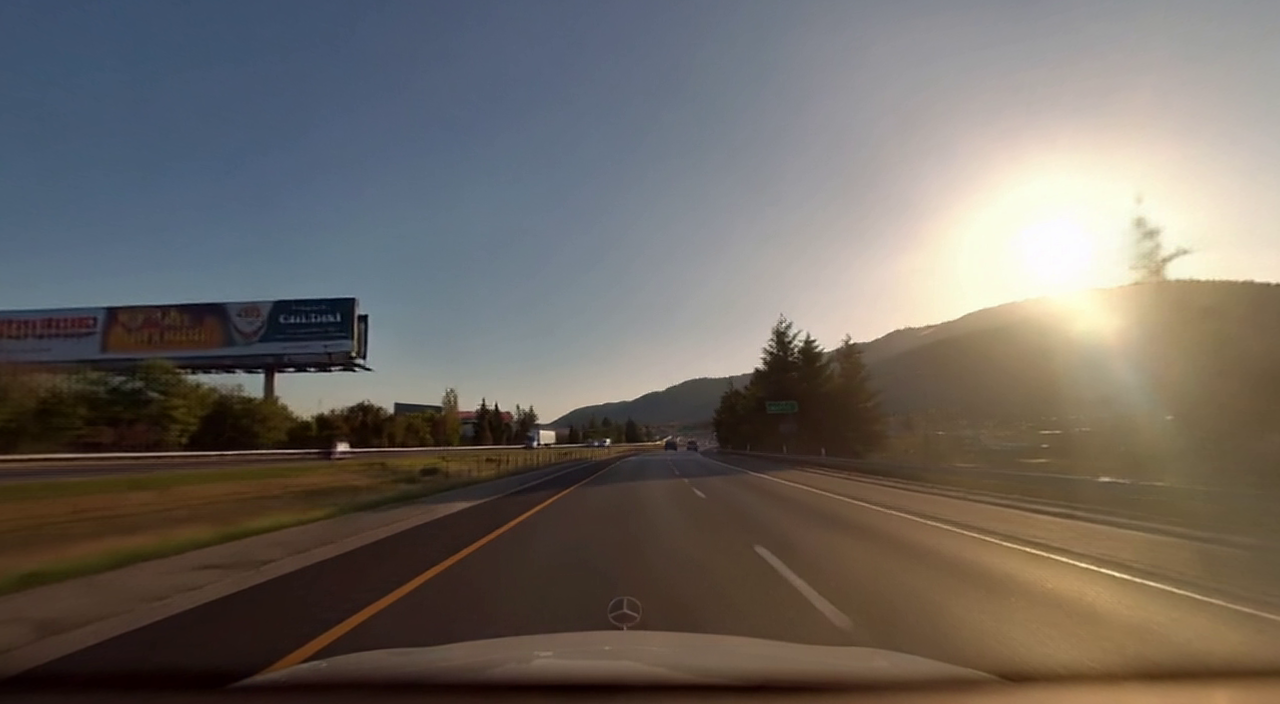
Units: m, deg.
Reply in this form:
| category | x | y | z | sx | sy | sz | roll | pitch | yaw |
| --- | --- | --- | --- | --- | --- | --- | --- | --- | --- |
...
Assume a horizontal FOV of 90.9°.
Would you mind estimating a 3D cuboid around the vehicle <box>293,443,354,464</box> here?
| category | x | y | z | sx | sy | sz | roll | pitch | yaw |
| --- | --- | --- | --- | --- | --- | --- | --- | --- | --- |
| vehicle | -23.295 | 7.501 | 46.594 | 1.893 | 1.451 | 4.671 | 0 | -8 | 3 |
